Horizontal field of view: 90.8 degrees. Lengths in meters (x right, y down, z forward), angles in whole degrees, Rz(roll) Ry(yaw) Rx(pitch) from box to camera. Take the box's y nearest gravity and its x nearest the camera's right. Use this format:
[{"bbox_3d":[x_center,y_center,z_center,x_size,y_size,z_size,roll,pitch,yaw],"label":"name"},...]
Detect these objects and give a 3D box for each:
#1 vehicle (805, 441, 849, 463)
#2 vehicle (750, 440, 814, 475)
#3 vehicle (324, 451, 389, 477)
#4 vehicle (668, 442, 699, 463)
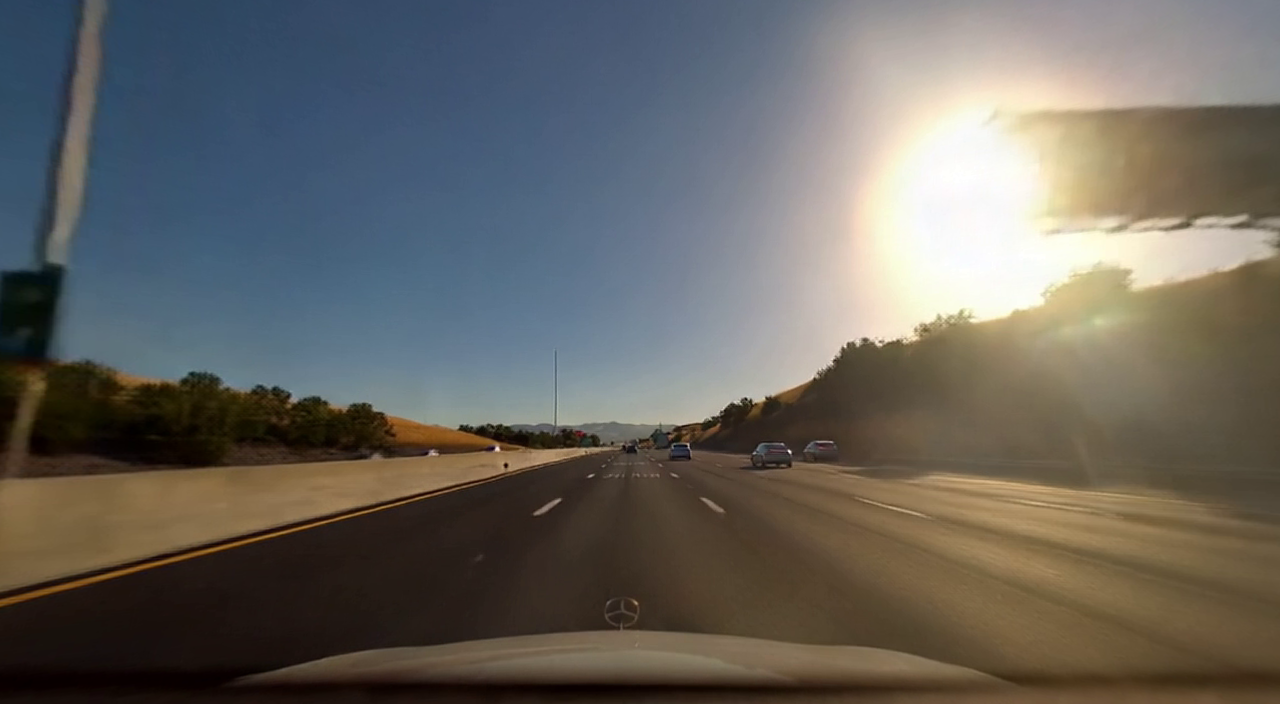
[{"bbox_3d":[14.608,7.827,49.569,2.025,1.595,4.268,0,-8,-1],"label":"vehicle"},{"bbox_3d":[6.666,4.975,30.075,2.038,1.528,3.910,0,-8,-1],"label":"vehicle"},{"bbox_3d":[-18.099,7.118,40.575,2.022,1.453,4.757,0,-8,-1],"label":"vehicle"},{"bbox_3d":[3.332,7.800,49.102,2.056,1.553,4.320,0,-8,-1],"label":"vehicle"}]
